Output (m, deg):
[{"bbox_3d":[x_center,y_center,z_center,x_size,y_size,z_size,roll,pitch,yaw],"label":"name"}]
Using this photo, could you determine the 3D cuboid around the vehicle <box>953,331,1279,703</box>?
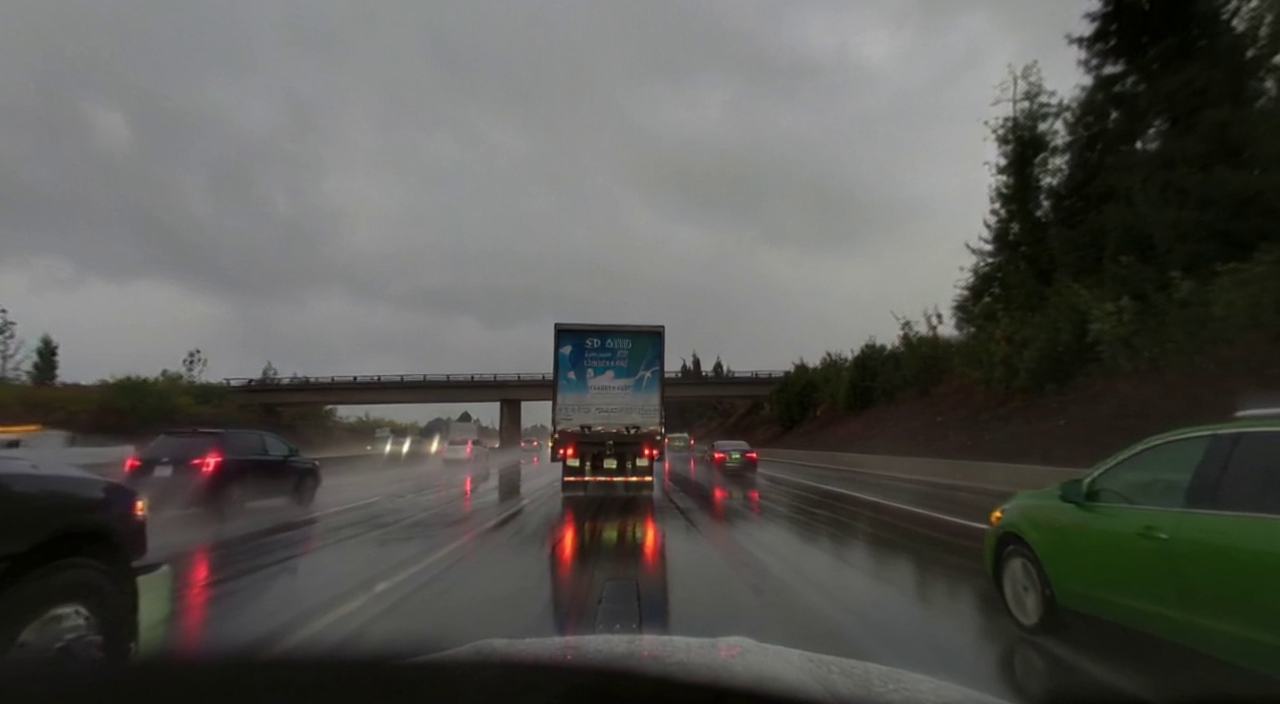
[{"bbox_3d":[3.629,0.773,2.754,2.118,1.647,4.400,0,-8,-2],"label":"vehicle"}]

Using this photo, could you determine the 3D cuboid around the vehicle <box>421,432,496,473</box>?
[{"bbox_3d":[-8.076,4.483,28.380,2.057,1.698,4.550,0,-8,-1],"label":"vehicle"}]

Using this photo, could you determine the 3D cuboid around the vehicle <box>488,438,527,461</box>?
[{"bbox_3d":[-8.888,6.554,42.476,1.845,1.488,3.656,0,-8,0],"label":"vehicle"}]

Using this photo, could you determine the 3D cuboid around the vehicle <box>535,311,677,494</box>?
[{"bbox_3d":[-1.000,1.688,17.998,2.911,3.787,9.905,0,-8,-4],"label":"vehicle"}]

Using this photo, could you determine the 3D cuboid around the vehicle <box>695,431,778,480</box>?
[{"bbox_3d":[3.269,3.596,22.311,2.003,1.519,4.580,0,-8,-3],"label":"vehicle"}]

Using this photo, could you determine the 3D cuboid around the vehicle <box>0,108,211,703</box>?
[{"bbox_3d":[-3.763,0.148,0.714,2.660,2.637,5.634,0,-8,-2],"label":"vehicle"}]
